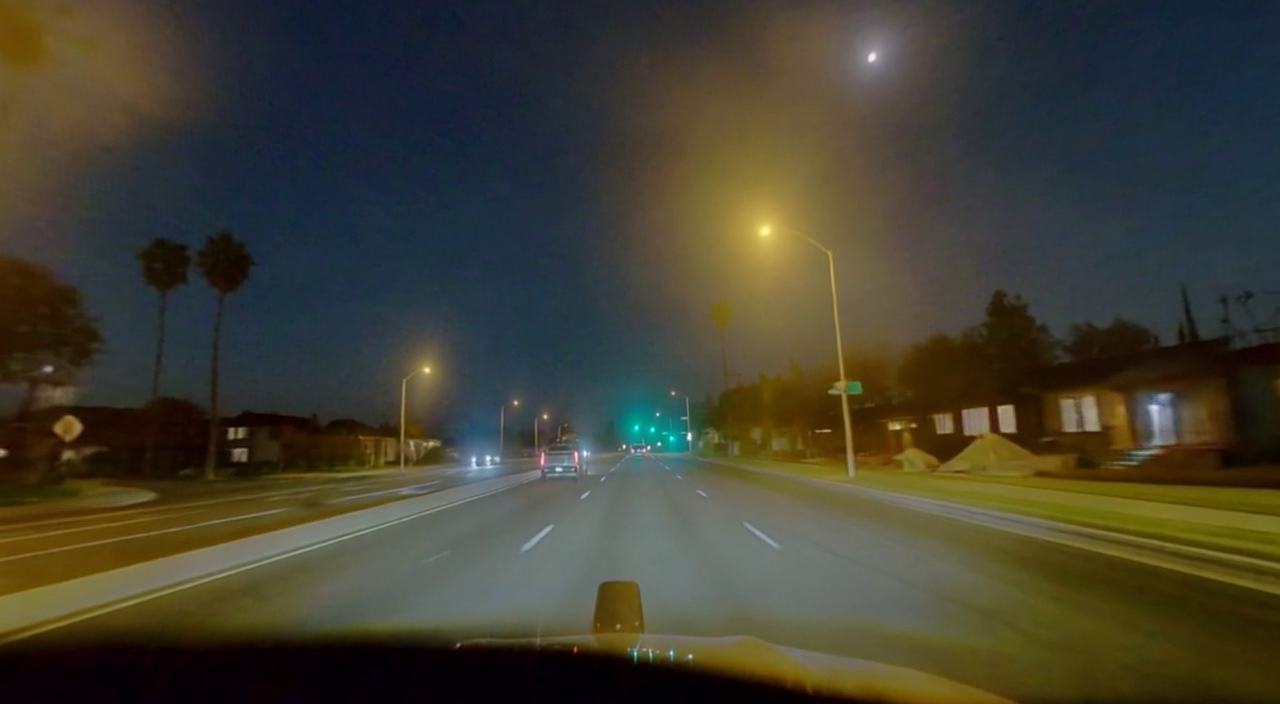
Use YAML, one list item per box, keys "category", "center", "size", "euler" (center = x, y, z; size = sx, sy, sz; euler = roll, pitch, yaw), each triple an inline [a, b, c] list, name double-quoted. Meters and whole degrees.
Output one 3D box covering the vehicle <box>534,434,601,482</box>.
- category: "vehicle"
  center: [-3.193, 4.871, 29.140]
  size: [2.370, 1.968, 5.698]
  euler: [0, -9, 0]
